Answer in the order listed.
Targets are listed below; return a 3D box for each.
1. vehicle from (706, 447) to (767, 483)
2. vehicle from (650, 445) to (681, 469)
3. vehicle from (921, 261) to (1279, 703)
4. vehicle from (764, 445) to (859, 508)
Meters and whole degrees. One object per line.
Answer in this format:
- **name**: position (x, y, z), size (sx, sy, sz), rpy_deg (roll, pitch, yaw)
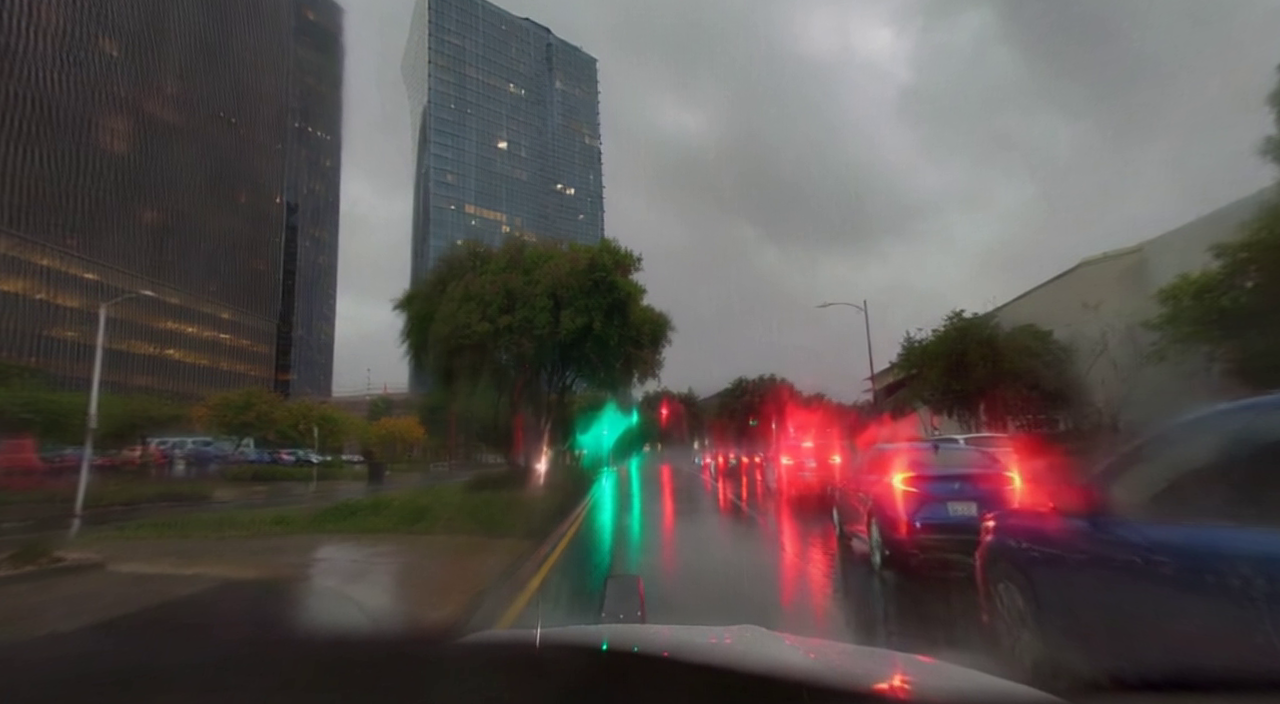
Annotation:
- **vehicle**: position (4.523, 5.345, 30.129), size (2.183, 1.553, 3.923), rpy_deg (0, -9, -1)
- **vehicle**: position (1.982, 7.886, 47.490), size (2.121, 1.728, 4.161), rpy_deg (-1, -9, 6)
- **vehicle**: position (2.482, 0.693, 1.524), size (2.092, 1.703, 4.870), rpy_deg (-2, -9, 10)
- **vehicle**: position (4.993, 3.642, 19.055), size (2.089, 1.609, 4.922), rpy_deg (-1, -9, 7)
